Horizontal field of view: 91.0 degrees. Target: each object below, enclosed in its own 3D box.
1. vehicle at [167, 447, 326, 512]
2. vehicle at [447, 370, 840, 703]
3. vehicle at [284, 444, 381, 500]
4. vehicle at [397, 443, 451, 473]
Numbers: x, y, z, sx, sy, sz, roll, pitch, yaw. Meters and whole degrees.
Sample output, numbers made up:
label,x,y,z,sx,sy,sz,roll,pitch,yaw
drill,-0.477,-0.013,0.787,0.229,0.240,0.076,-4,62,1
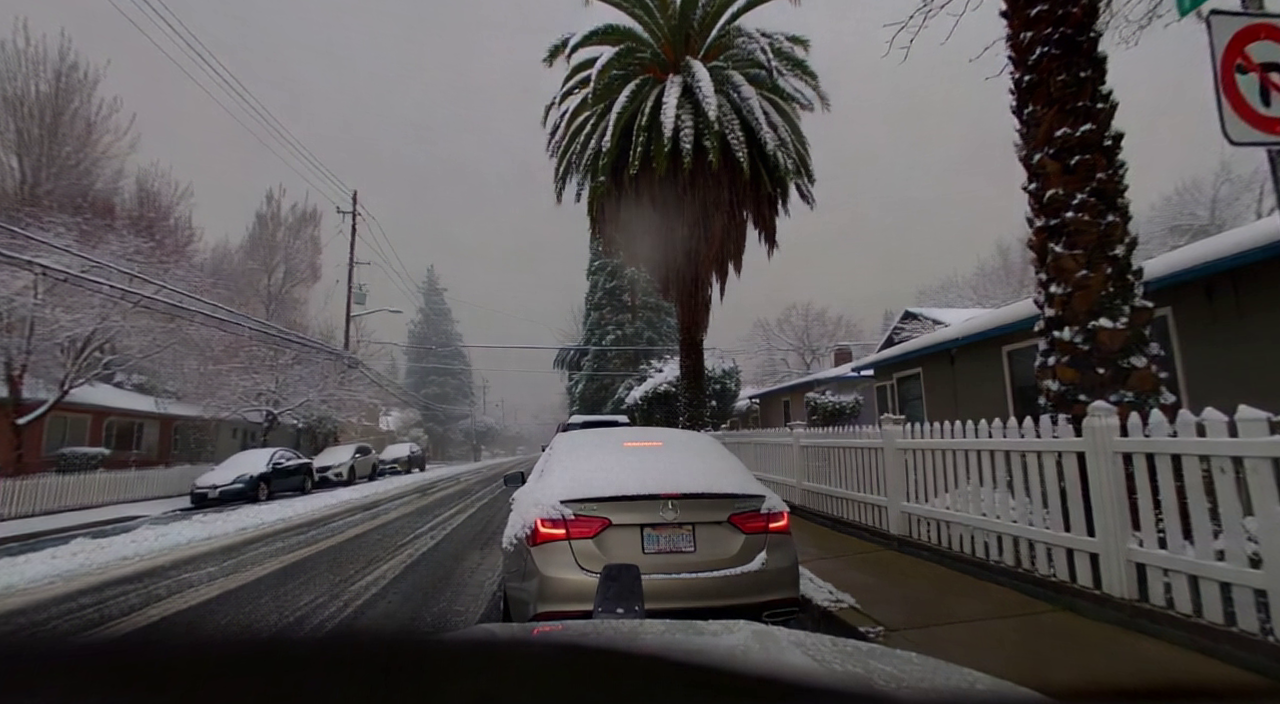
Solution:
label,x,y,z,sx,sy,sz,roll,pitch,yaw
vehicle,-11.403,3.657,18.784,2.017,1.627,5.039,1,-8,-7
vehicle,-0.141,1.219,4.995,1.894,1.695,3.795,1,-8,-6
vehicle,-12.162,4.711,25.270,2.048,1.485,4.757,-4,-4,-8
vehicle,-13.177,6.463,38.693,2.060,1.689,4.999,1,-8,-7
